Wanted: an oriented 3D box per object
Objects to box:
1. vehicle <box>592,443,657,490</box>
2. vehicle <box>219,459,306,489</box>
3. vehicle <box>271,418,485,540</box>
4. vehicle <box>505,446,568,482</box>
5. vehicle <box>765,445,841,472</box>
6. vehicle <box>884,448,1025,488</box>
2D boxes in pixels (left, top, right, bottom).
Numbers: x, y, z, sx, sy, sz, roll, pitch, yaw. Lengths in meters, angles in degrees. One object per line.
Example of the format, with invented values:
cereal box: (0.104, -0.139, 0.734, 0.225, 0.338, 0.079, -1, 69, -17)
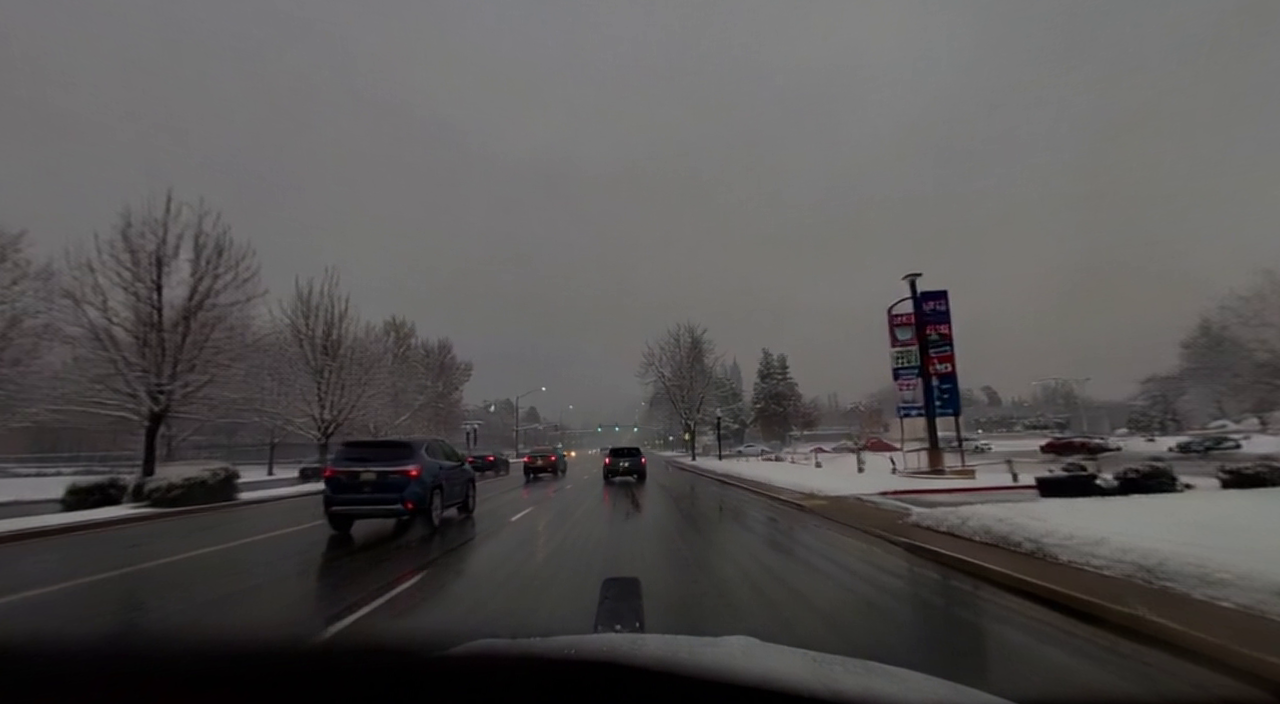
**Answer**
vehicle: (-0.533, 3.954, 22.161, 2.061, 1.469, 3.954, 0, -9, -1)
vehicle: (-20.277, 6.548, 34.213, 1.937, 1.434, 4.629, 0, -9, -1)
vehicle: (-4.471, 2.228, 11.728, 2.096, 1.807, 4.413, 0, -8, -1)
vehicle: (-4.555, 4.987, 28.584, 1.973, 1.456, 4.850, 0, -9, 0)
vehicle: (12.291, 8.027, 47.732, 5.102, 1.889, 2.038, 0, -9, -4)
vehicle: (13.373, 4.955, 27.172, 4.877, 1.603, 2.197, 0, -9, 4)
